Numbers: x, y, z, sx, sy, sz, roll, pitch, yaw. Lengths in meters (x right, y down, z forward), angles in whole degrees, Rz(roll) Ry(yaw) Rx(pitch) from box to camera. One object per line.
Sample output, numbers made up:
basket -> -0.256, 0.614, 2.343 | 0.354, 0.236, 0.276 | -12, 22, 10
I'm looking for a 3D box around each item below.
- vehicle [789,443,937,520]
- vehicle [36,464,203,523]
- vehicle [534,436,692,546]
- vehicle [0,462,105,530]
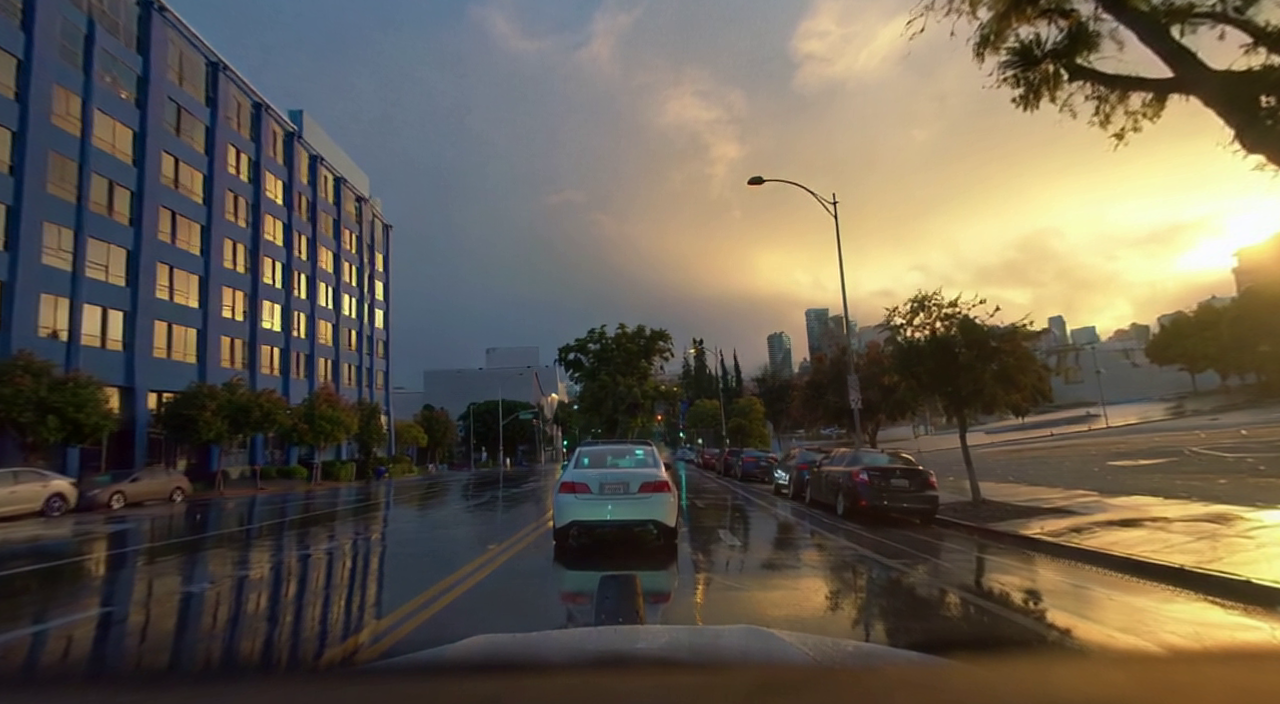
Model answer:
vehicle -> 4.911, 2.880, 14.532 | 1.832, 1.491, 4.054 | 1, -9, -1
vehicle -> -18.023, 4.873, 22.175 | 2.011, 1.727, 4.449 | 1, -9, 0
vehicle -> -0.389, 2.281, 11.016 | 2.230, 1.518, 4.113 | 0, -9, 0
vehicle -> -17.621, 3.911, 17.169 | 1.909, 1.658, 4.559 | 0, -9, 1
